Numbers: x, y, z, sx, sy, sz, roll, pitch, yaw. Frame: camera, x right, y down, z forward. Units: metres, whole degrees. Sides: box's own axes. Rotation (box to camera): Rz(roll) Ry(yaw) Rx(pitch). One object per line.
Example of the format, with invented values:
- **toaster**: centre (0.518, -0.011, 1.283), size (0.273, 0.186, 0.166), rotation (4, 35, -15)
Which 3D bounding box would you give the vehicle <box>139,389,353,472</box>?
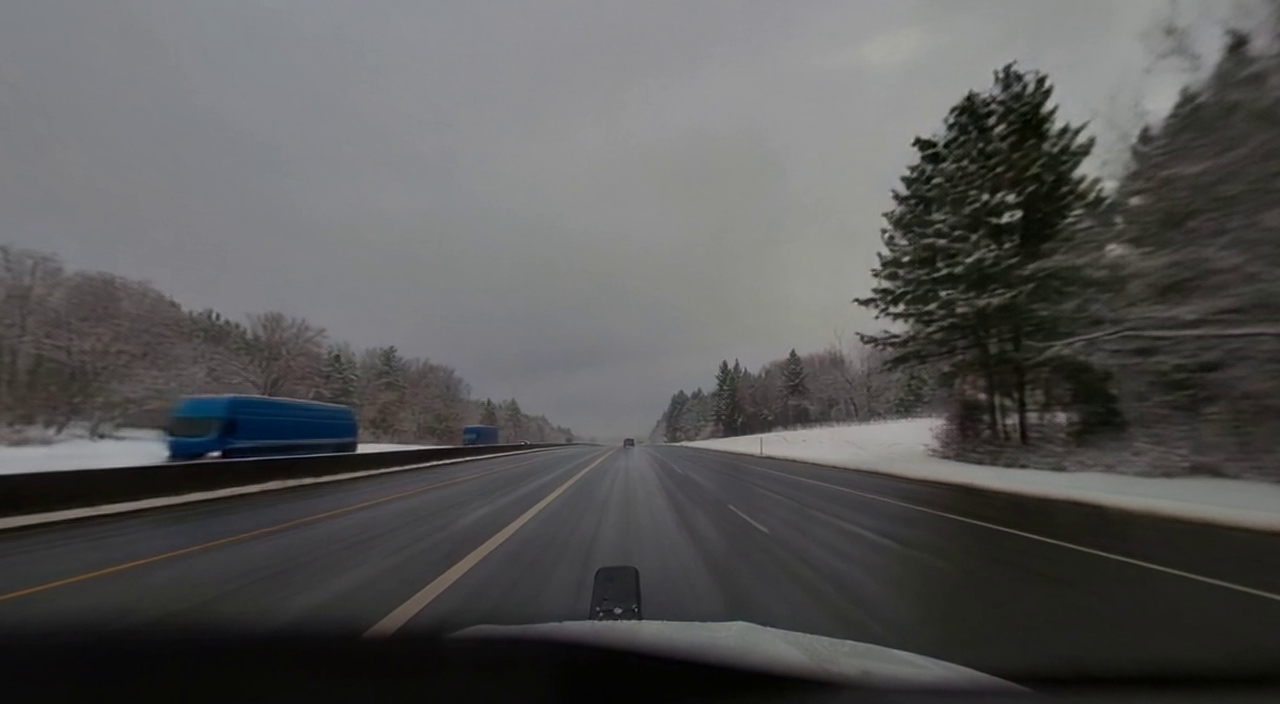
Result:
- **vehicle**: centre (-23.566, 5.049, 39.853), size (3.224, 4.158, 16.324), rotation (0, -8, 0)
